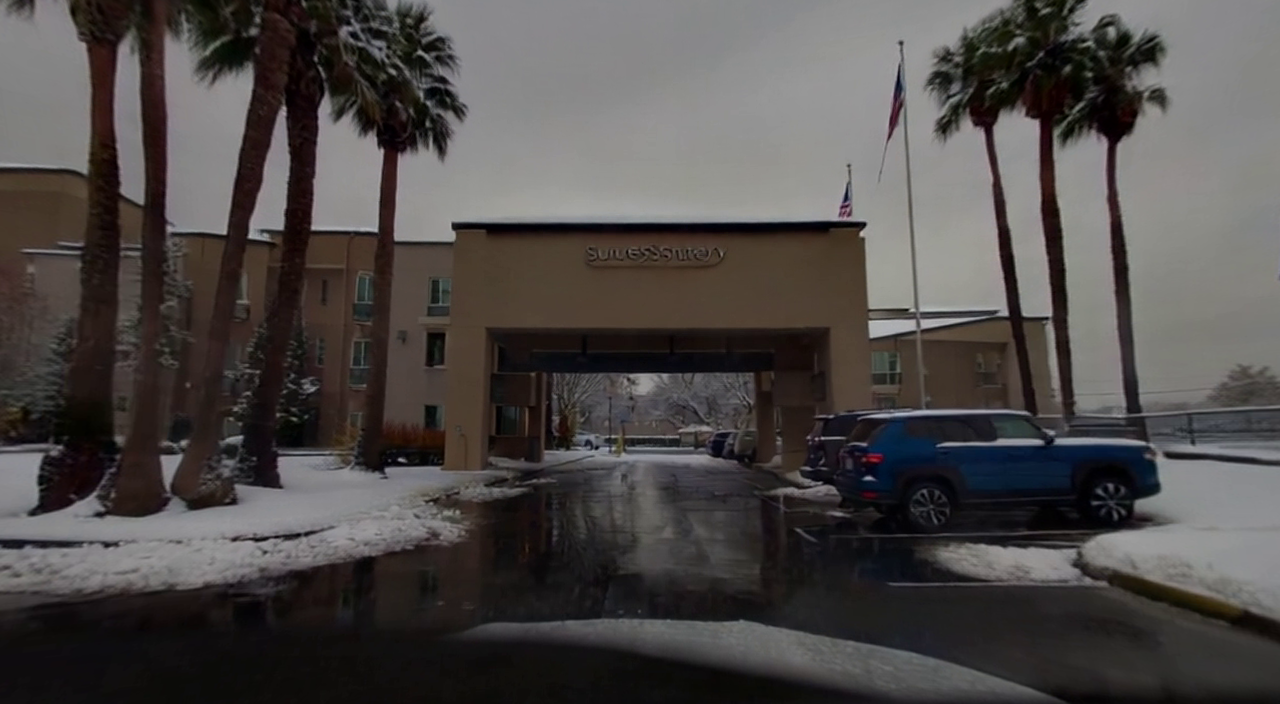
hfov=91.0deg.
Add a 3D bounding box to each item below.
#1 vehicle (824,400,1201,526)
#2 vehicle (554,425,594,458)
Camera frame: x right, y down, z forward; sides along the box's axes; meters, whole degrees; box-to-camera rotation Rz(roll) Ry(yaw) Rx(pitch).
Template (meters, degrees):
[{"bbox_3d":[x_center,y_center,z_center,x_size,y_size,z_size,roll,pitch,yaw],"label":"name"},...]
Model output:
[{"bbox_3d":[5.456,1.683,9.806,4.567,1.723,1.926,0,-8,3],"label":"vehicle"},{"bbox_3d":[-4.520,6.216,43.972,1.943,1.890,4.472,2,-4,4],"label":"vehicle"}]
